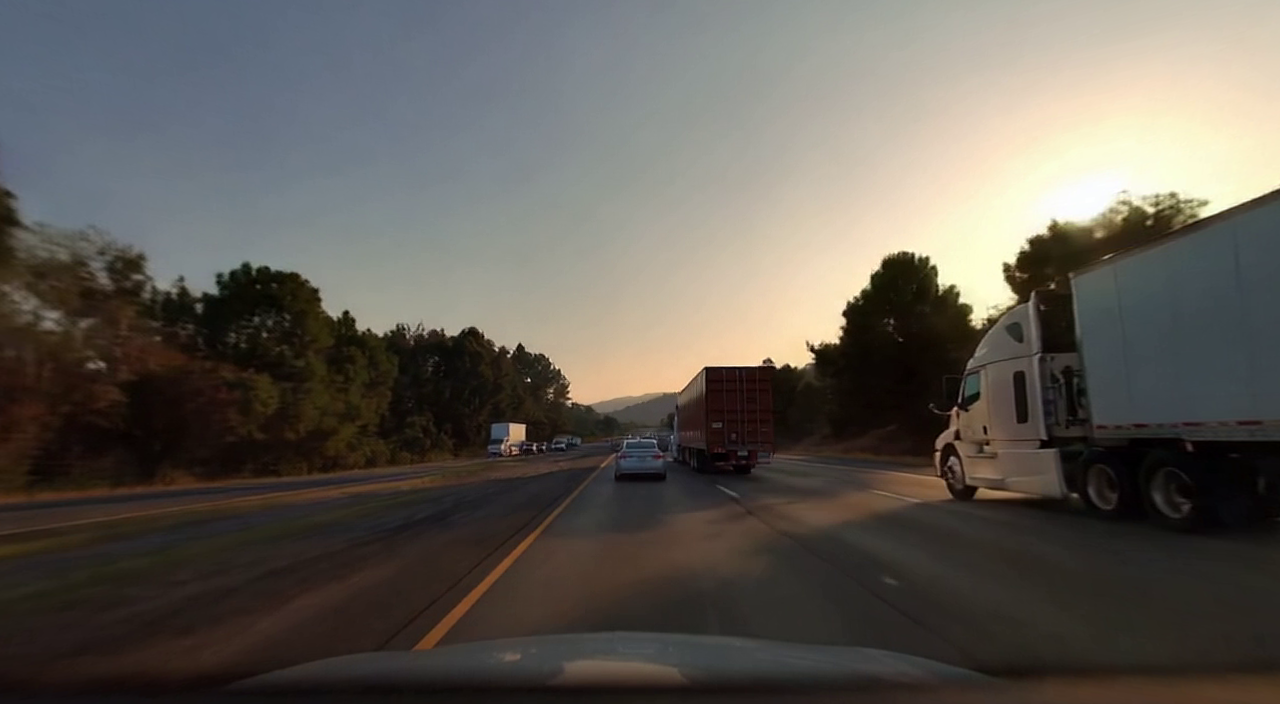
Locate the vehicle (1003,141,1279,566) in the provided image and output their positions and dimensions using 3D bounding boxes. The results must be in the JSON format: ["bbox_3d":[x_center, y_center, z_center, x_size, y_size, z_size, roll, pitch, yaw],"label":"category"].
[{"bbox_3d":[8.155,-0.327,3.909,3.110,4.308,14.260,0,-8,-1],"label":"vehicle"}]

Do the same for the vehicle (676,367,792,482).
[{"bbox_3d":[3.775,3.508,29.640,2.888,4.099,14.183,0,-8,-2],"label":"vehicle"}]

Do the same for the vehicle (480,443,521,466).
[{"bbox_3d":[-9.746,7.156,44.284,1.890,1.468,4.193,0,-8,1],"label":"vehicle"}]

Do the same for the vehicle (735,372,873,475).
[{"bbox_3d":[7.643,3.790,32.380,2.876,4.111,14.145,0,-8,-2],"label":"vehicle"}]

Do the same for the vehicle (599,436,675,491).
[{"bbox_3d":[-0.128,3.276,18.984,2.038,1.477,3.773,0,-8,-2],"label":"vehicle"}]
